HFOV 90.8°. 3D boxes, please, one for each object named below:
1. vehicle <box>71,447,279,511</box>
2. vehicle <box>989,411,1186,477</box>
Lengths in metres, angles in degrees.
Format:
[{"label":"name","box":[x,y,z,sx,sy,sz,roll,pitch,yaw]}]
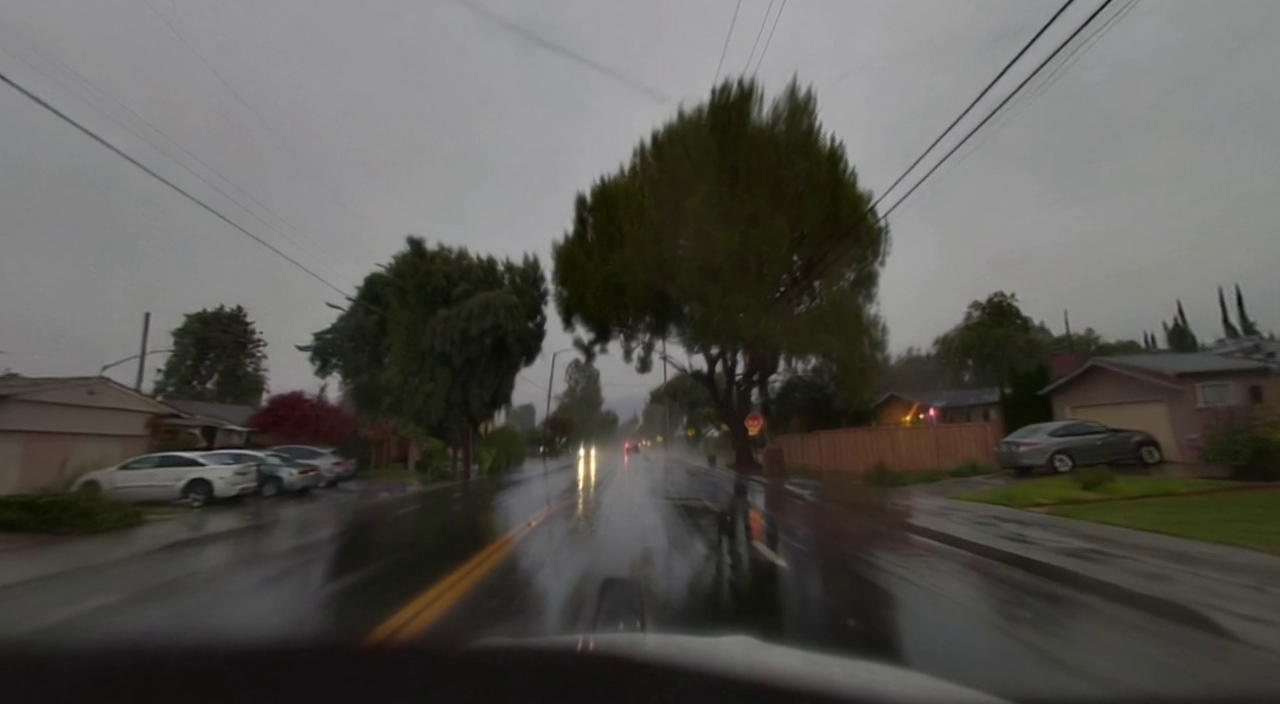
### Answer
[{"label":"vehicle","box":[-12.321,3.362,16.995,3.927,1.560,2.049,0,-8,-1]},{"label":"vehicle","box":[13.158,2.719,18.693,4.653,1.775,1.906,2,-8,-10]}]
